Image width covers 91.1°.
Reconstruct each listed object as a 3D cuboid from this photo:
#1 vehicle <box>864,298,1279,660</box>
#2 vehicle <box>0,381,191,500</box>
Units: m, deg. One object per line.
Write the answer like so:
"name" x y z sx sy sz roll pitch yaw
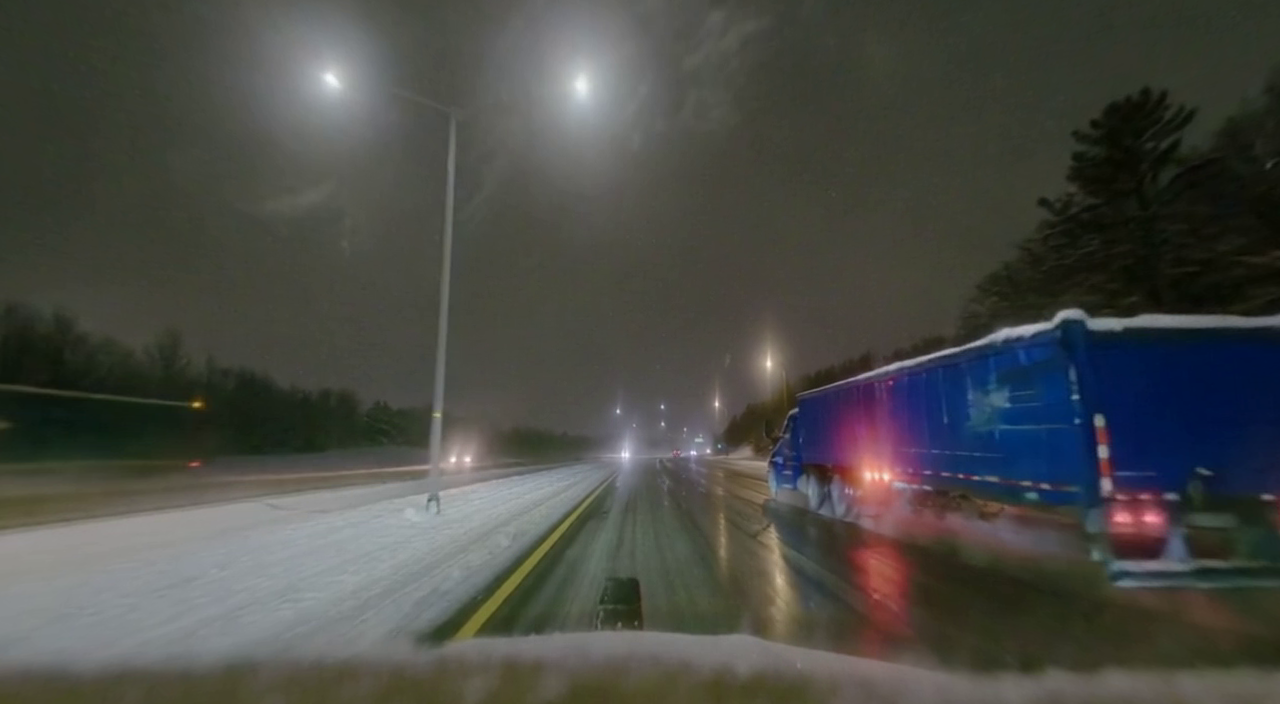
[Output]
"vehicle" 4.263 1.151 6.470 2.215 2.461 4.234 0 -9 -1
"vehicle" -23.552 3.364 23.572 3.117 4.032 13.956 0 -9 0
